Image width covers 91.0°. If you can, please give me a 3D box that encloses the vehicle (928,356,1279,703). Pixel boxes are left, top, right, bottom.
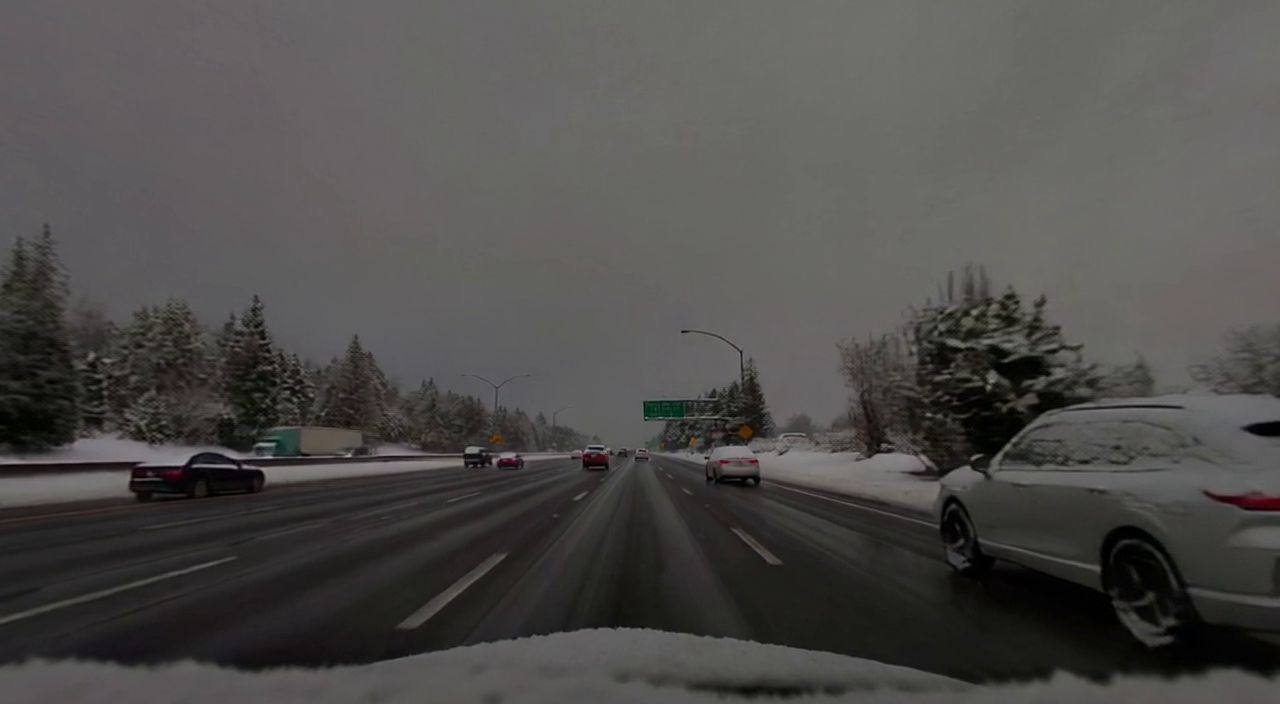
[{"bbox_3d":[4.401,1.145,4.708,2.218,1.776,4.807,0,-9,0],"label":"vehicle"}]

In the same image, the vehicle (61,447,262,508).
[{"bbox_3d":[-13.749,3.593,18.648,1.959,1.520,5.068,0,-9,0],"label":"vehicle"}]

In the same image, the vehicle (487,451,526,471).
[{"bbox_3d":[-10.330,8.468,49.101,1.974,1.472,4.684,0,-9,0],"label":"vehicle"}]

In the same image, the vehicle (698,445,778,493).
[{"bbox_3d":[3.383,4.145,22.703,2.126,1.529,4.438,0,-9,-1],"label":"vehicle"}]

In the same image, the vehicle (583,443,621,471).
[{"bbox_3d":[-2.680,7.708,46.347,2.449,1.929,5.503,0,-9,0],"label":"vehicle"}]
